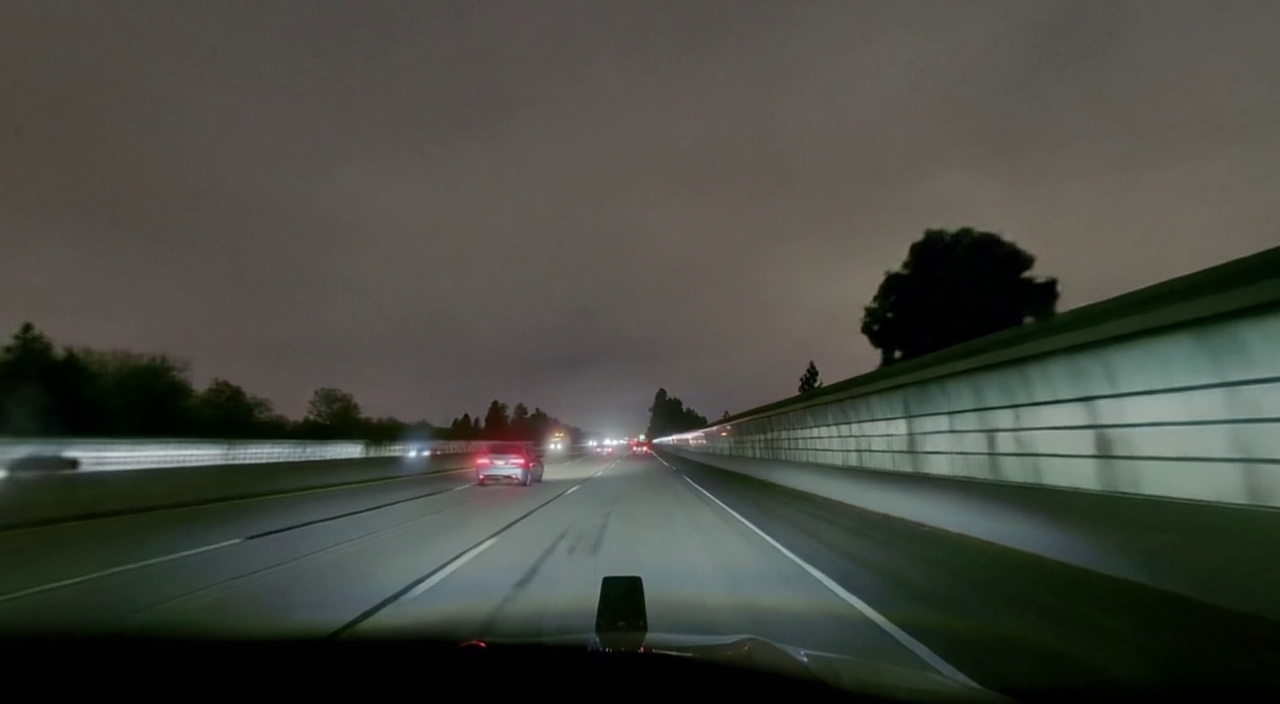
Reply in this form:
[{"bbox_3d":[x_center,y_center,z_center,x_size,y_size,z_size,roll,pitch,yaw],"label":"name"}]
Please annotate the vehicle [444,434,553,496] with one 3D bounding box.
[{"bbox_3d":[-3.852,3.150,17.942,2.059,1.541,4.296,0,-8,1],"label":"vehicle"}]
